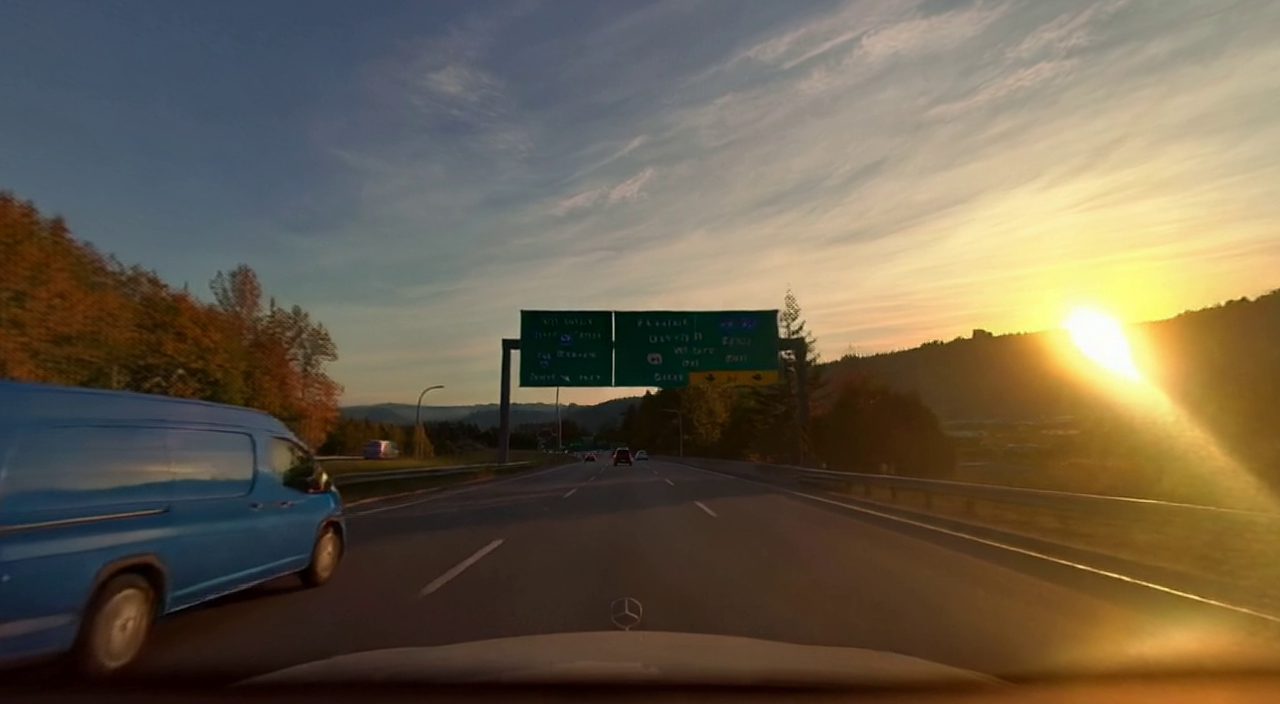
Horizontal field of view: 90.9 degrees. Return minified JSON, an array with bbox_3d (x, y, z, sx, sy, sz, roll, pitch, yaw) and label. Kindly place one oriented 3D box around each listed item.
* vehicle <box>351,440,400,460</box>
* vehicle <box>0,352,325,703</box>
[{"bbox_3d":[-19.933,7.402,47.668,1.901,1.465,4.173,0,-9,0],"label":"vehicle"},{"bbox_3d":[-4.155,1.067,4.104,1.971,1.795,4.389,0,-9,-1],"label":"vehicle"}]
